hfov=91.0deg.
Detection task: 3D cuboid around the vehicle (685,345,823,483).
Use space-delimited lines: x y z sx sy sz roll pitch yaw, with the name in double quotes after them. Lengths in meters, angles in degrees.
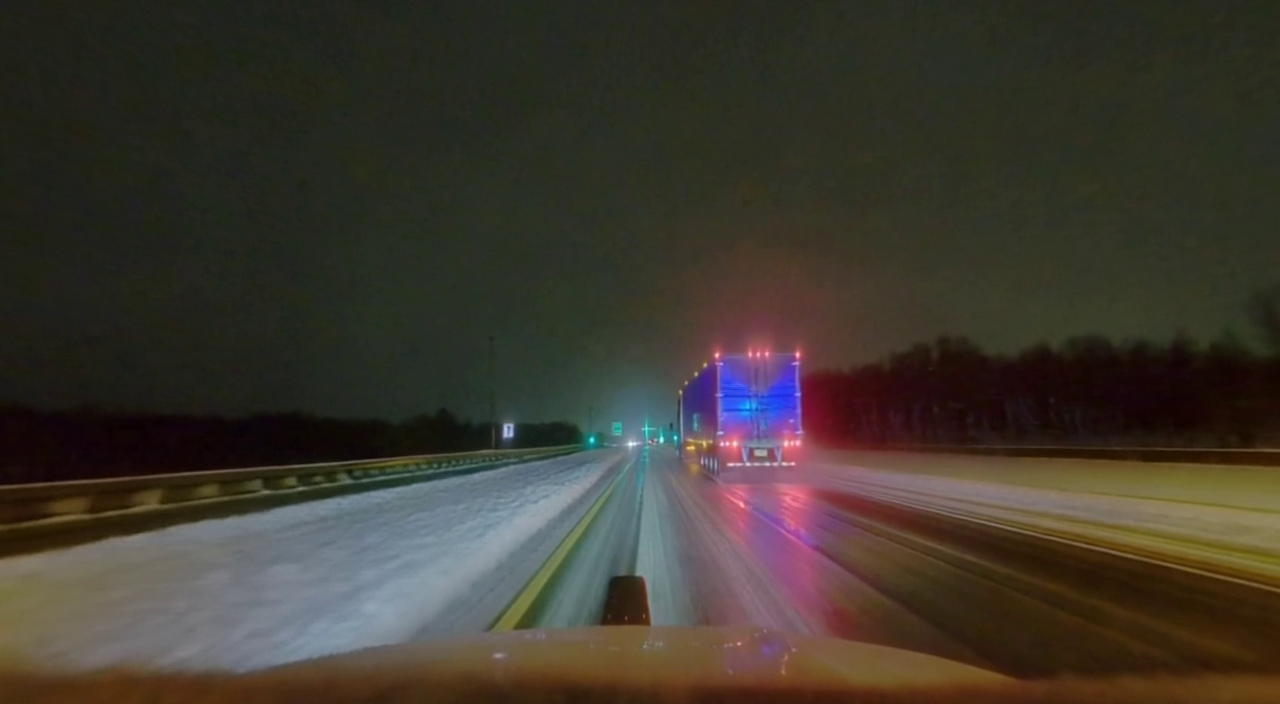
4.249 3.014 27.680 3.615 4.578 13.539 0 -8 0 "vehicle"
